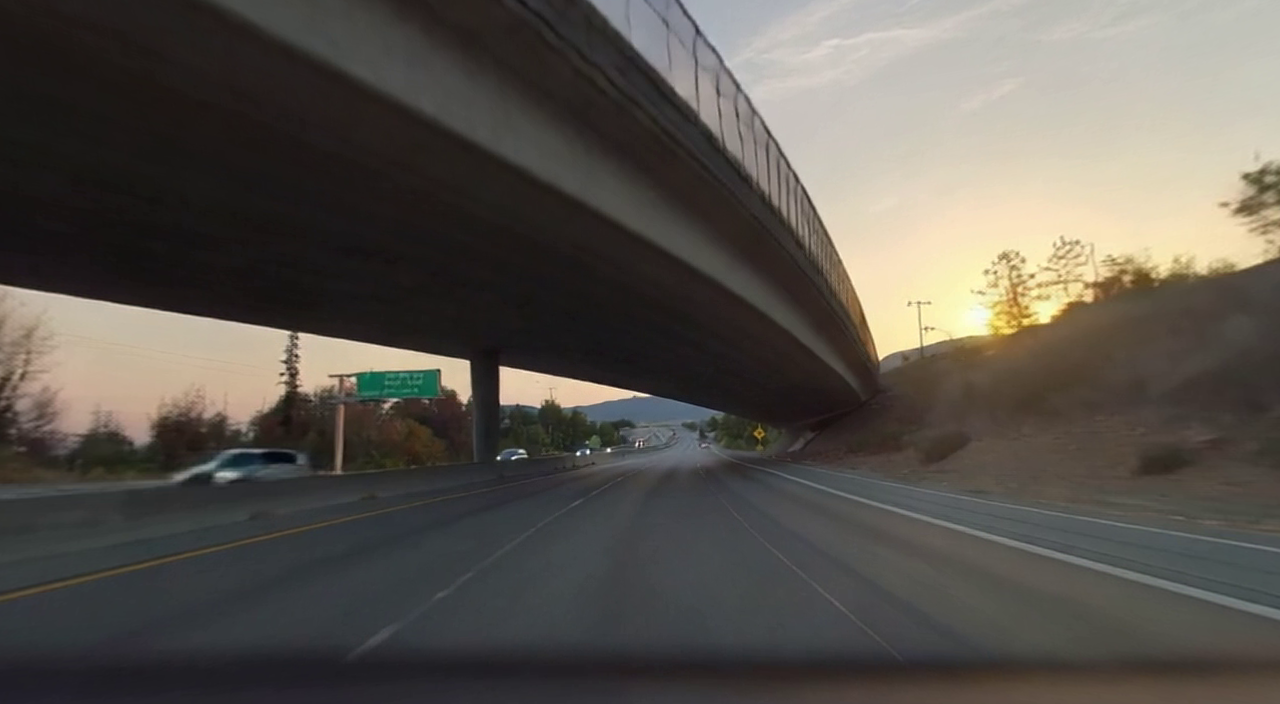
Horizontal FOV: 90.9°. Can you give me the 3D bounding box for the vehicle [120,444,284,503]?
[{"bbox_3d":[-13.595,3.755,19.980,1.960,1.530,4.344,-4,-9,3],"label":"vehicle"}]
